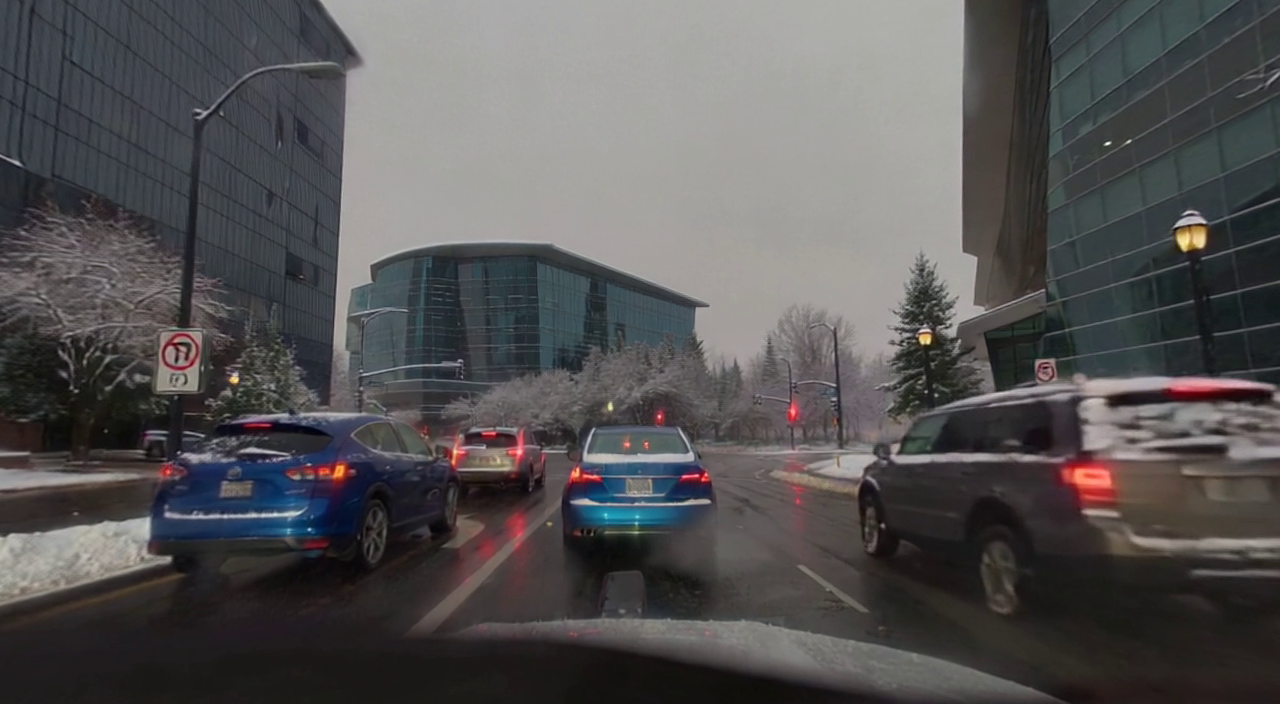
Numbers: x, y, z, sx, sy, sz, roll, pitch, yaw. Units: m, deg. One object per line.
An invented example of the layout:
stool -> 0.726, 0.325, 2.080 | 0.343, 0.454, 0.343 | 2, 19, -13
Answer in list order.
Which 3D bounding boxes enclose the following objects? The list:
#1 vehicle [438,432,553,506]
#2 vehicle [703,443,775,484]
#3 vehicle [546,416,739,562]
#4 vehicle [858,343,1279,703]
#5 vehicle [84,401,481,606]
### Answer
vehicle -> -3.616, 3.005, 16.694 | 2.068, 1.678, 4.199 | 0, -8, 0
vehicle -> 3.724, 4.285, 24.621 | 2.082, 1.445, 4.426 | 0, -8, 0
vehicle -> -0.006, 1.881, 9.413 | 2.207, 1.659, 4.155 | 0, -8, -1
vehicle -> 3.721, 1.186, 5.487 | 2.026, 1.819, 4.579 | 0, -8, 0
vehicle -> -3.544, 1.588, 7.525 | 2.083, 1.691, 4.398 | 0, -8, 1
